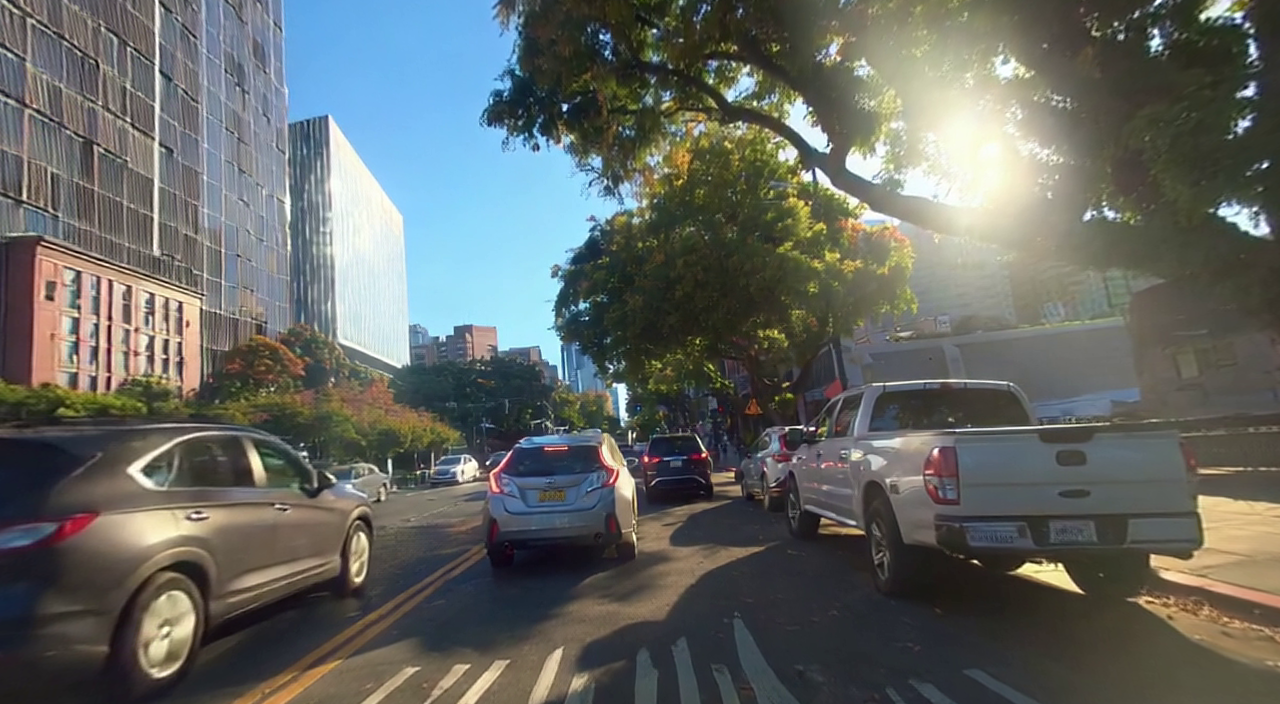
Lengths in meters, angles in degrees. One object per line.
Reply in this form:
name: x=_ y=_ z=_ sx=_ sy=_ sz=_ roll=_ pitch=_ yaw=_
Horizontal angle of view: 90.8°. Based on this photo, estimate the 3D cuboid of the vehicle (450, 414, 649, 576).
vehicle: x=-0.932 y=1.791 z=8.668 sx=2.076 sy=1.667 sz=3.948 roll=-1 pitch=-8 yaw=1

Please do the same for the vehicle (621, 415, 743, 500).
vehicle: x=1.329 y=2.830 z=17.278 sx=2.352 sy=1.953 sz=4.798 roll=-3 pitch=-9 yaw=16

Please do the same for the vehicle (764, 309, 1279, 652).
vehicle: x=2.994 y=1.132 z=6.517 sx=2.225 sy=2.070 sz=5.264 roll=0 pitch=-8 yaw=-1

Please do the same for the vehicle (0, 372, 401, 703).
vehicle: x=-3.833 y=1.338 z=5.057 sx=2.000 sy=1.818 sz=4.668 roll=0 pitch=-8 yaw=0

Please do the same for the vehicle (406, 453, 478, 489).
vehicle: x=-9.416 y=5.688 z=30.516 sx=1.976 sy=1.475 sz=4.684 roll=-1 pitch=-8 yaw=0
